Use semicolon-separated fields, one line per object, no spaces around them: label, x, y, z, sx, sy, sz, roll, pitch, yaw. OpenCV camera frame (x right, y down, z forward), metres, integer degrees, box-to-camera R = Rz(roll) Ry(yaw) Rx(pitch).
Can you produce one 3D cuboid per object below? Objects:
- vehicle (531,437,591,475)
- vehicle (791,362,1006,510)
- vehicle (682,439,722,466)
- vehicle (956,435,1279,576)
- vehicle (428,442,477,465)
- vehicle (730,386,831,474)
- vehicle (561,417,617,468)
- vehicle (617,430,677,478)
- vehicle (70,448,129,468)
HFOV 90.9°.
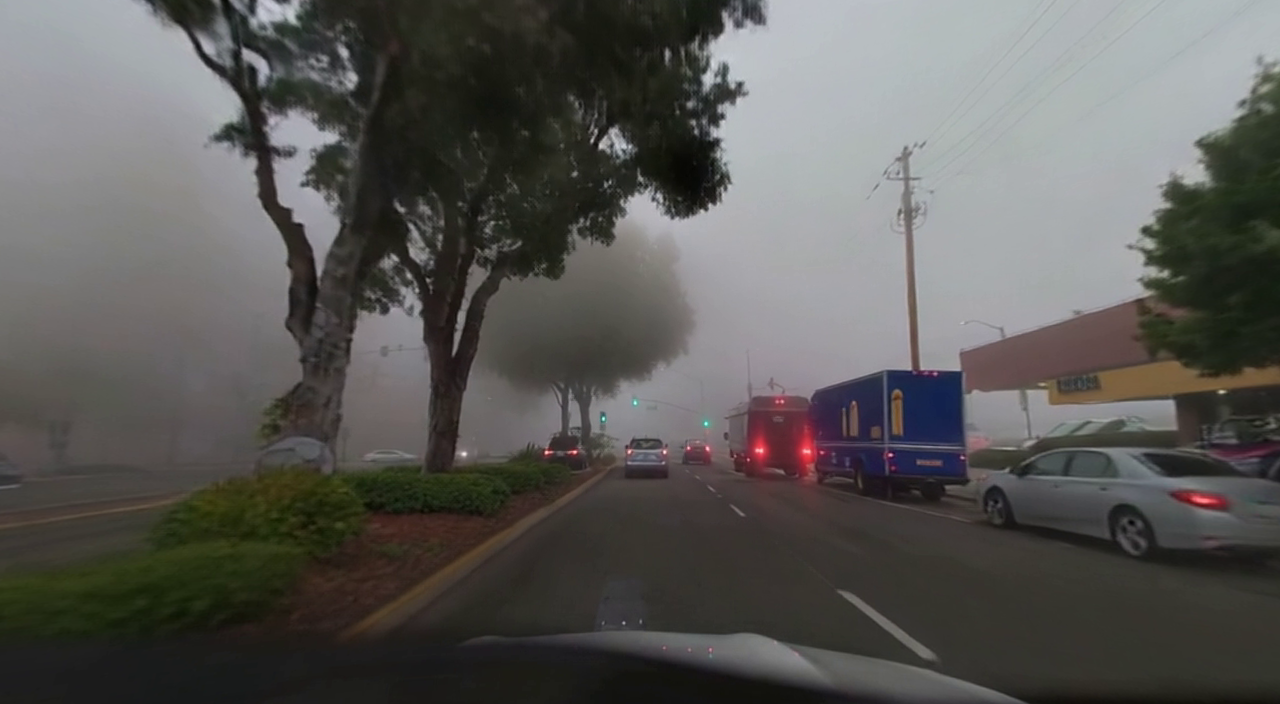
vehicle;-3.338;4.475;27.478;2.008;1.500;4.369;0;-8;1
vehicle;6.825;2.466;18.358;2.891;3.361;7.843;0;-8;0
vehicle;3.713;6.137;38.575;2.075;1.540;4.411;0;-8;1
vehicle;6.662;1.966;9.016;1.980;1.473;4.537;0;-8;1
vehicle;-13.756;7.460;46.588;1.928;1.497;4.446;-1;-7;4
vehicle;6.985;4.251;33.275;2.816;3.804;10.315;-2;-9;0
vehicle;-2.969;5.521;38.509;2.715;2.791;7.171;0;-8;1
vehicle;0.309;4.031;25.041;2.209;1.718;4.008;-1;-8;2
vehicle;-41.382;8.086;48.396;1.795;1.416;4.294;2;-9;-16
